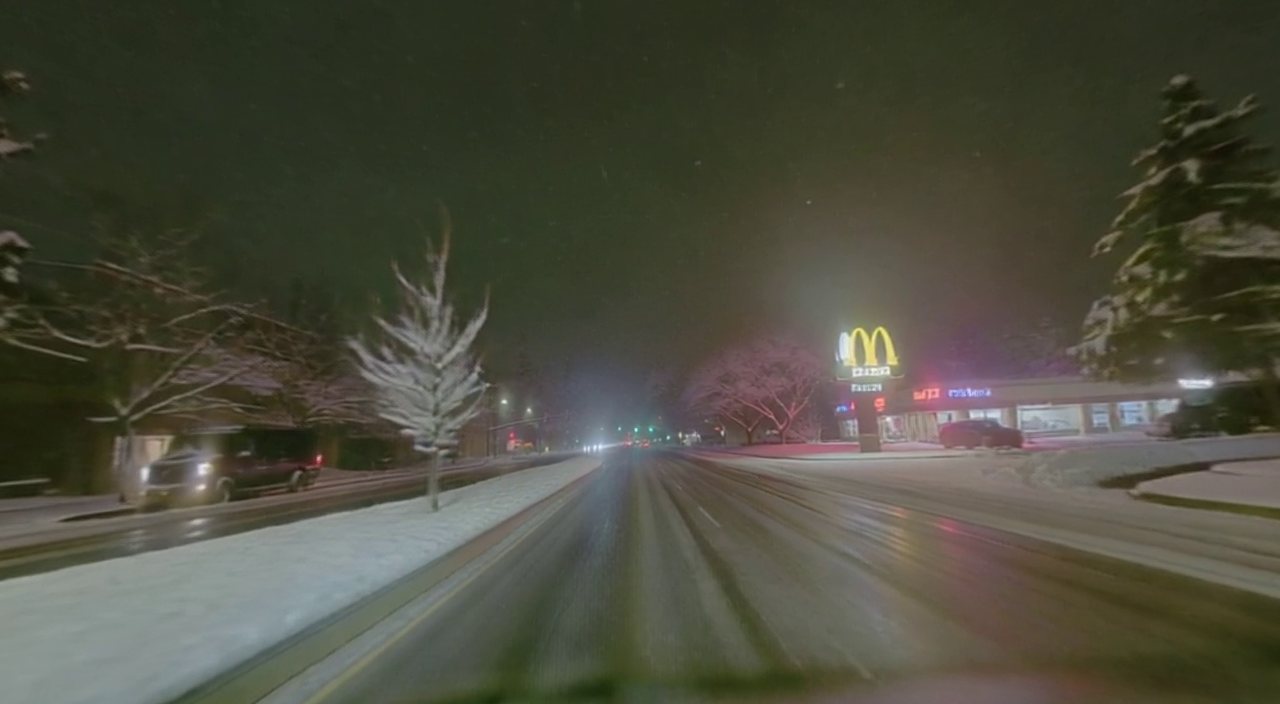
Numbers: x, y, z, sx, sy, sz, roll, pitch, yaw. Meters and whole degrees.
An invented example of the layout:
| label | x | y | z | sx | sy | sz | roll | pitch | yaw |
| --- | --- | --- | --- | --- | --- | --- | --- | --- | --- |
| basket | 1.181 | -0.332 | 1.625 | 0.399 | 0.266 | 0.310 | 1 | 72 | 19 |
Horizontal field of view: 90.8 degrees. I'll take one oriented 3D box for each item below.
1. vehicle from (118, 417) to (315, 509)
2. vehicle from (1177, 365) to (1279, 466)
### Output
| label | x | y | z | sx | sy | sz | roll | pitch | yaw |
| --- | --- | --- | --- | --- | --- | --- | --- | --- | --- |
| vehicle | -19.587 | 5.188 | 30.339 | 2.966 | 3.698 | 9.217 | 0 | -9 | 0 |
| vehicle | 28.945 | 2.978 | 28.699 | 8.627 | 4.134 | 2.881 | 3 | -9 | -22 |
